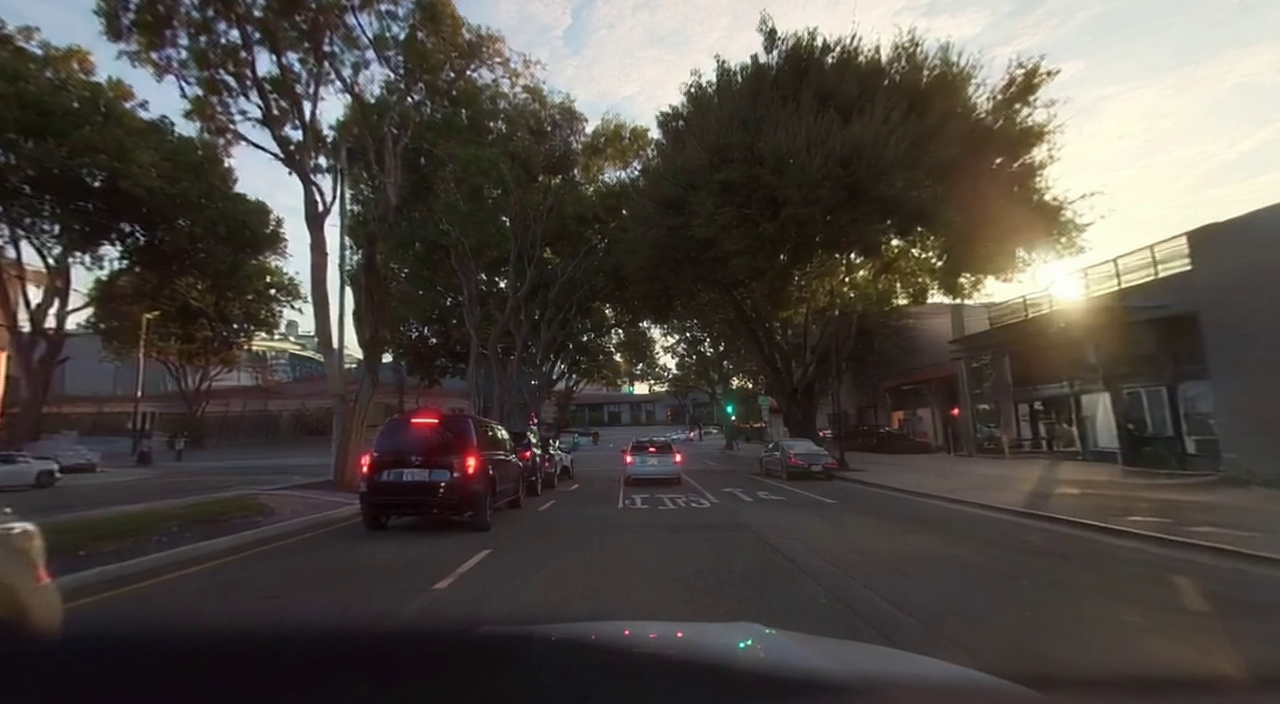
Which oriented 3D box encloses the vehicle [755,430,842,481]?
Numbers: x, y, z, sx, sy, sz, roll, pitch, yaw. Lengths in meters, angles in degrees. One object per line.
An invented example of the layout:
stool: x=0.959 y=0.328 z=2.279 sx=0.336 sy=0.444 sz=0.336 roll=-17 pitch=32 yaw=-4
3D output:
vehicle: x=6.418 y=4.260 z=26.220 sx=2.300 sy=1.903 sz=4.579 roll=0 pitch=-9 yaw=-1

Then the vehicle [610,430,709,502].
vehicle: x=0.353 y=2.859 z=16.199 sx=2.201 sy=1.589 sz=3.843 roll=0 pitch=-9 yaw=-3

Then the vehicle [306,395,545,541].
vehicle: x=-3.277 y=1.928 z=11.006 sx=2.487 sy=1.978 sz=4.628 roll=0 pitch=-9 yaw=1

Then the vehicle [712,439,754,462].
vehicle: x=6.346 y=6.810 z=43.640 sx=1.986 sy=1.477 sz=4.510 roll=0 pitch=-9 yaw=-2
